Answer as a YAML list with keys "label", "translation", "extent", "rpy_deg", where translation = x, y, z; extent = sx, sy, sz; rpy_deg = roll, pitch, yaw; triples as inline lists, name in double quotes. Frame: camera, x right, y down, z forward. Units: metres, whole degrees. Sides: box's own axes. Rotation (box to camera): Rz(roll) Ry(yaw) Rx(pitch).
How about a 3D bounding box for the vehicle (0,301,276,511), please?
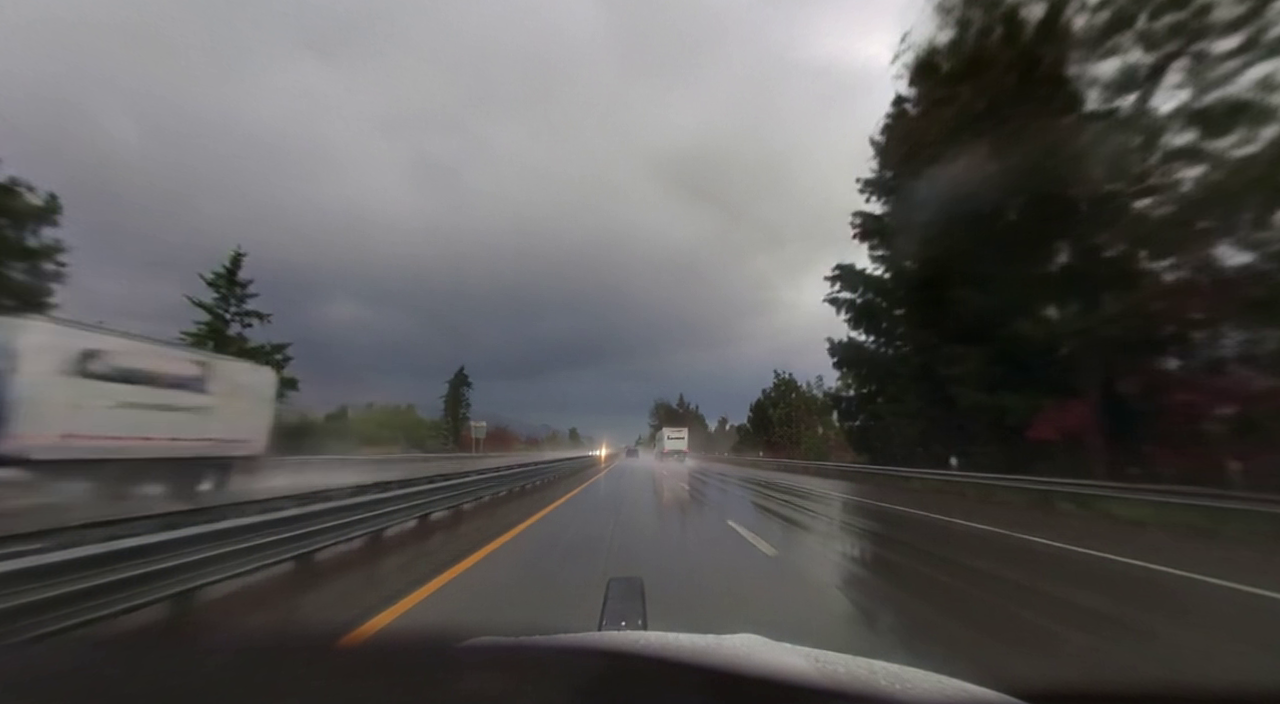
- label: "vehicle"
  translation: [-13.464, 1.595, 15.481]
  extent: [3.001, 3.888, 9.974]
  rpy_deg: [0, -9, 0]
